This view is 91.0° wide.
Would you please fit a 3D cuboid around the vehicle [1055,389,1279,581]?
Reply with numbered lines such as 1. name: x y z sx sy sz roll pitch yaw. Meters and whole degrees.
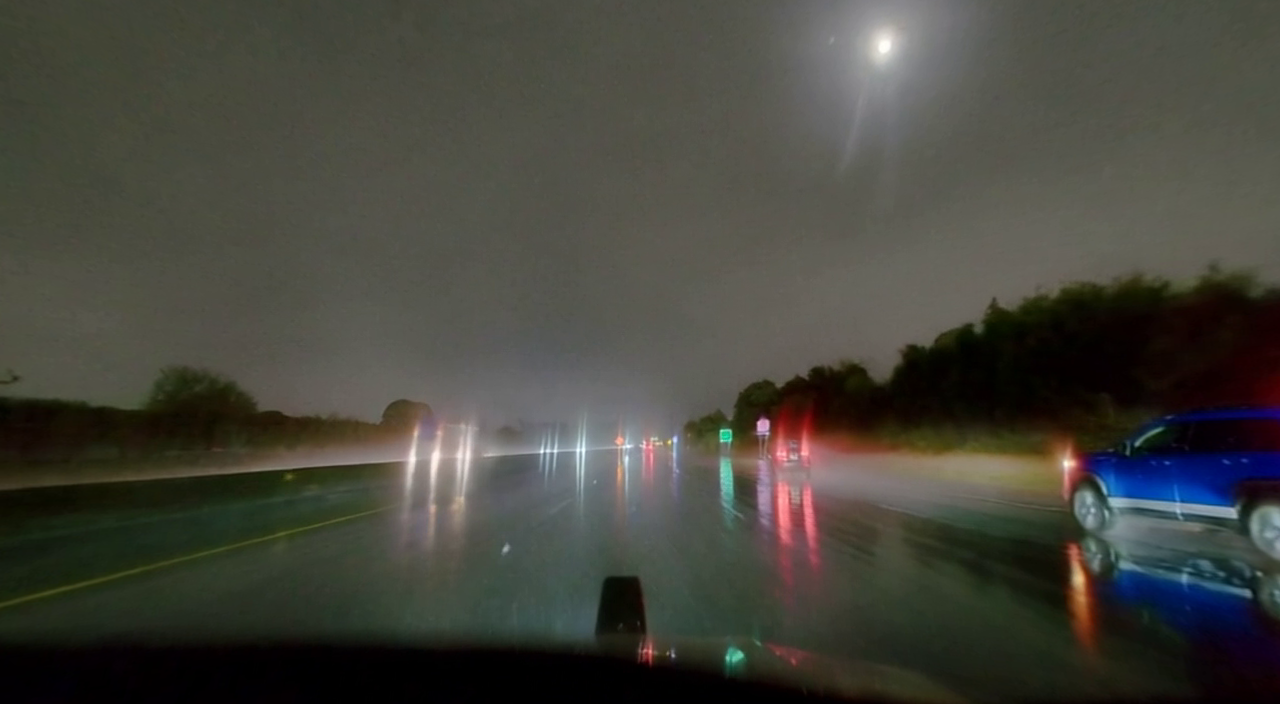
1. vehicle: 7.323 1.391 6.764 2.186 1.848 5.136 0 -9 0

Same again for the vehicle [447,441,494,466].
1. vehicle: -12.771 7.696 47.808 2.080 1.752 4.892 0 -9 2
